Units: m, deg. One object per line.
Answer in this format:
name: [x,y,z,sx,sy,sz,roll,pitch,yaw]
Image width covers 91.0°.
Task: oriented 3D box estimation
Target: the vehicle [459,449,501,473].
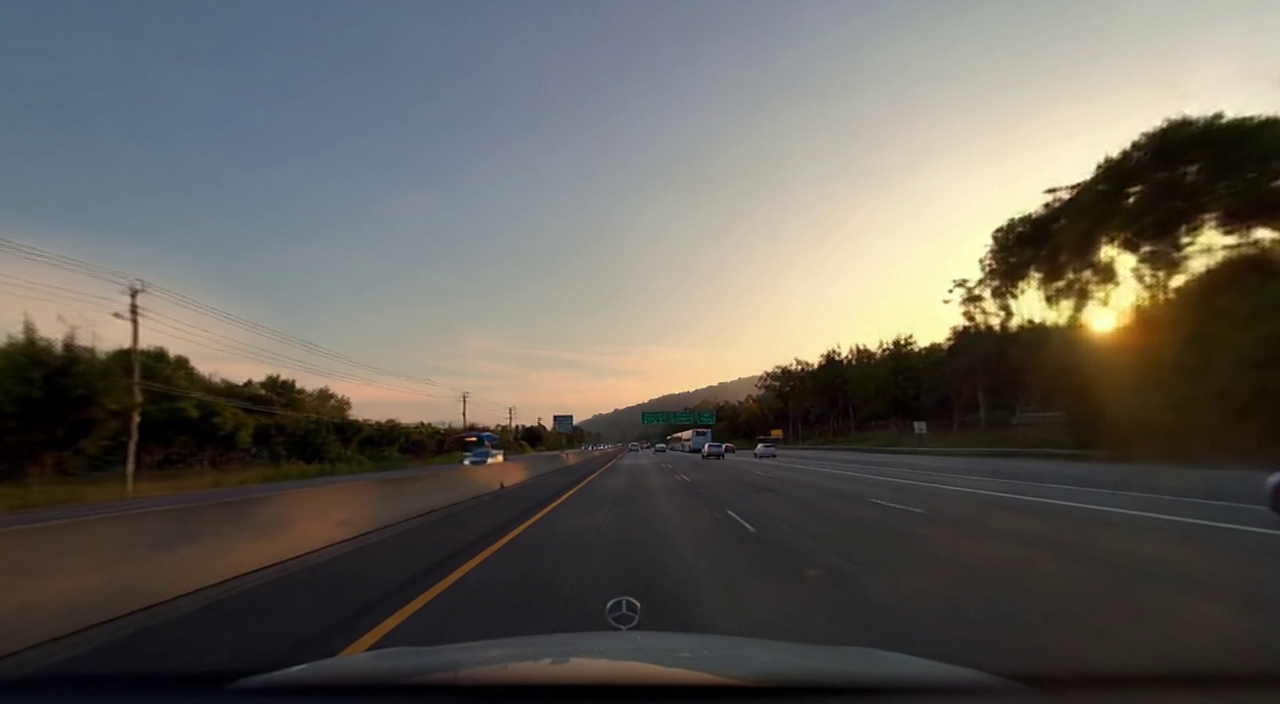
vehicle: [-10.980,7.479,43.470,1.869,1.506,4.205,-1,-9,-1]
